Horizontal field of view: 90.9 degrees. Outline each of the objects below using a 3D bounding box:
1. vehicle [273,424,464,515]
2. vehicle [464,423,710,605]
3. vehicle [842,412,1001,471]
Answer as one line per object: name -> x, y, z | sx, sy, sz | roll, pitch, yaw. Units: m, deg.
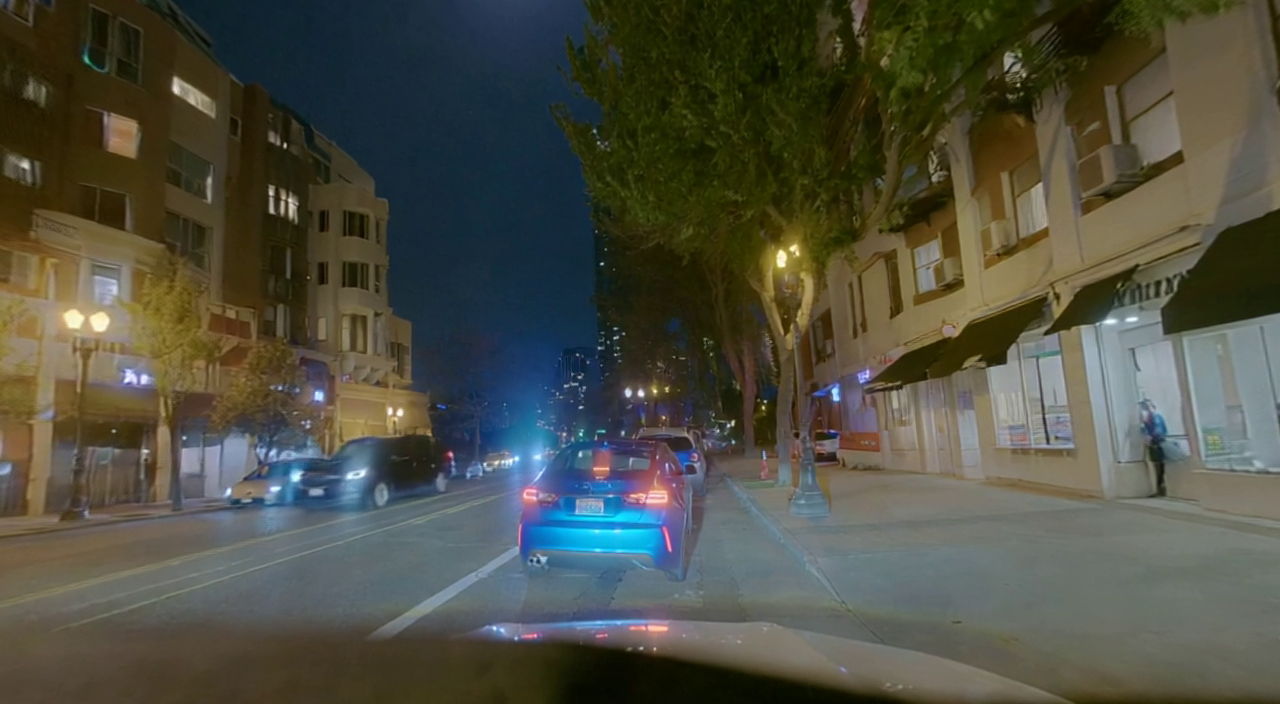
vehicle -> -6.289, 2.784, 15.396 | 2.071, 1.811, 4.711 | -3, -9, 8
vehicle -> -0.265, 1.639, 7.316 | 1.939, 1.478, 3.922 | -2, -8, 9
vehicle -> 9.016, 2.835, 20.219 | 4.558, 1.528, 1.915 | 0, -8, -23
